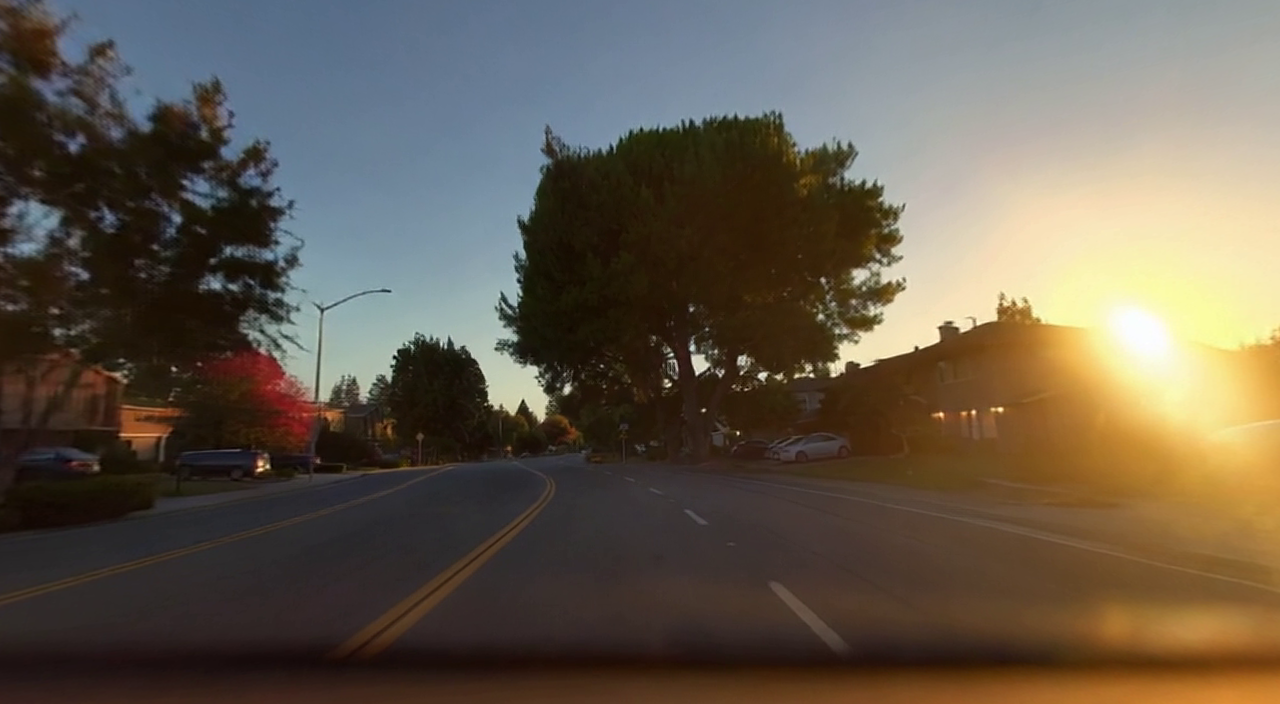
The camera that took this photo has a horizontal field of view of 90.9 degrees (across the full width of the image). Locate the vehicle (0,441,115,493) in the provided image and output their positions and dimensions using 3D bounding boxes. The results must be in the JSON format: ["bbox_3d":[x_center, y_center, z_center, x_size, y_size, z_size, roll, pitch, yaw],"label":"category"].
[{"bbox_3d":[-23.064,4.346,23.991,4.128,1.861,1.959,2,-9,-12],"label":"vehicle"}]

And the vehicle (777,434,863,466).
[{"bbox_3d":[11.196,6.137,39.485,4.693,1.764,2.265,-3,-9,5],"label":"vehicle"}]

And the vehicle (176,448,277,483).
[{"bbox_3d":[-22.093,6.063,33.861,3.899,1.729,2.064,1,-9,-9],"label":"vehicle"}]

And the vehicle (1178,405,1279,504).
[{"bbox_3d":[14.835,1.938,12.948,5.283,1.863,2.150,-4,-9,4],"label":"vehicle"}]
